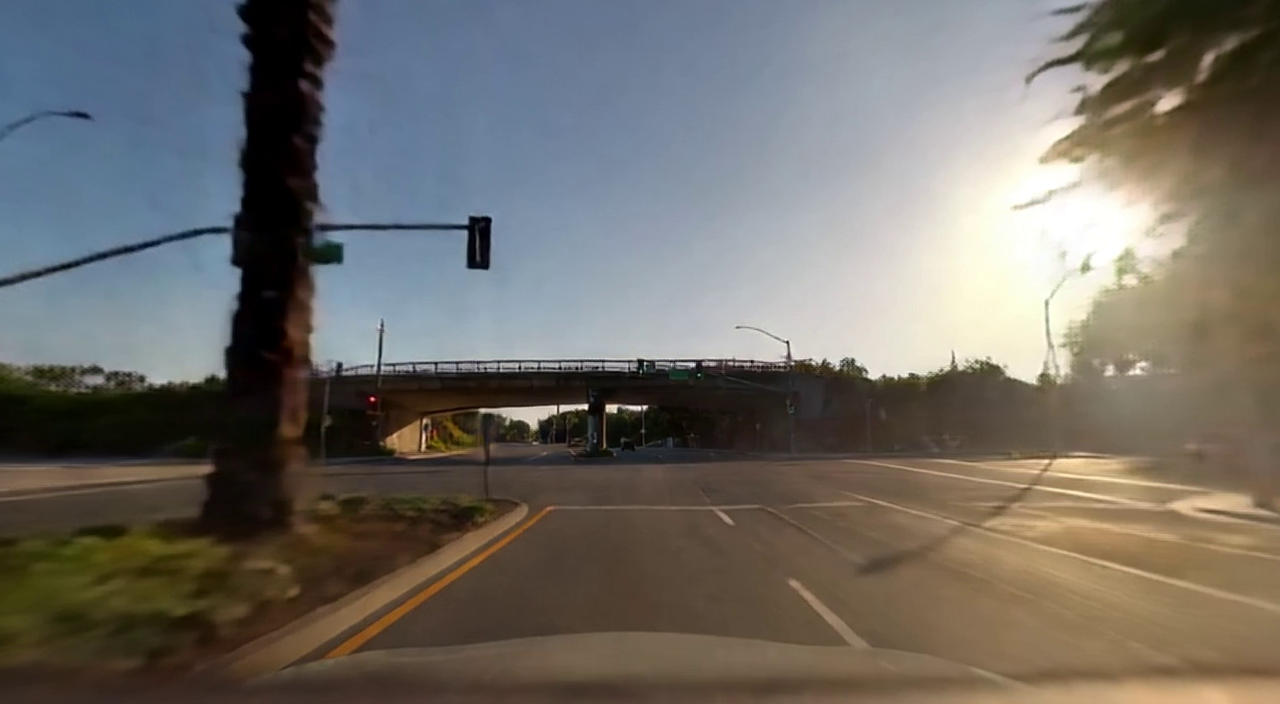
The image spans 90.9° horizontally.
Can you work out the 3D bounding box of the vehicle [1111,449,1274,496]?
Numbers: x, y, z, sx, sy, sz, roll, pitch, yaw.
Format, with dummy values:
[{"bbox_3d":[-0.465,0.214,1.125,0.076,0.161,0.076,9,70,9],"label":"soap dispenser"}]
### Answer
[{"bbox_3d":[18.673,4.027,21.340,4.556,1.436,1.982,3,-10,-19],"label":"vehicle"}]
